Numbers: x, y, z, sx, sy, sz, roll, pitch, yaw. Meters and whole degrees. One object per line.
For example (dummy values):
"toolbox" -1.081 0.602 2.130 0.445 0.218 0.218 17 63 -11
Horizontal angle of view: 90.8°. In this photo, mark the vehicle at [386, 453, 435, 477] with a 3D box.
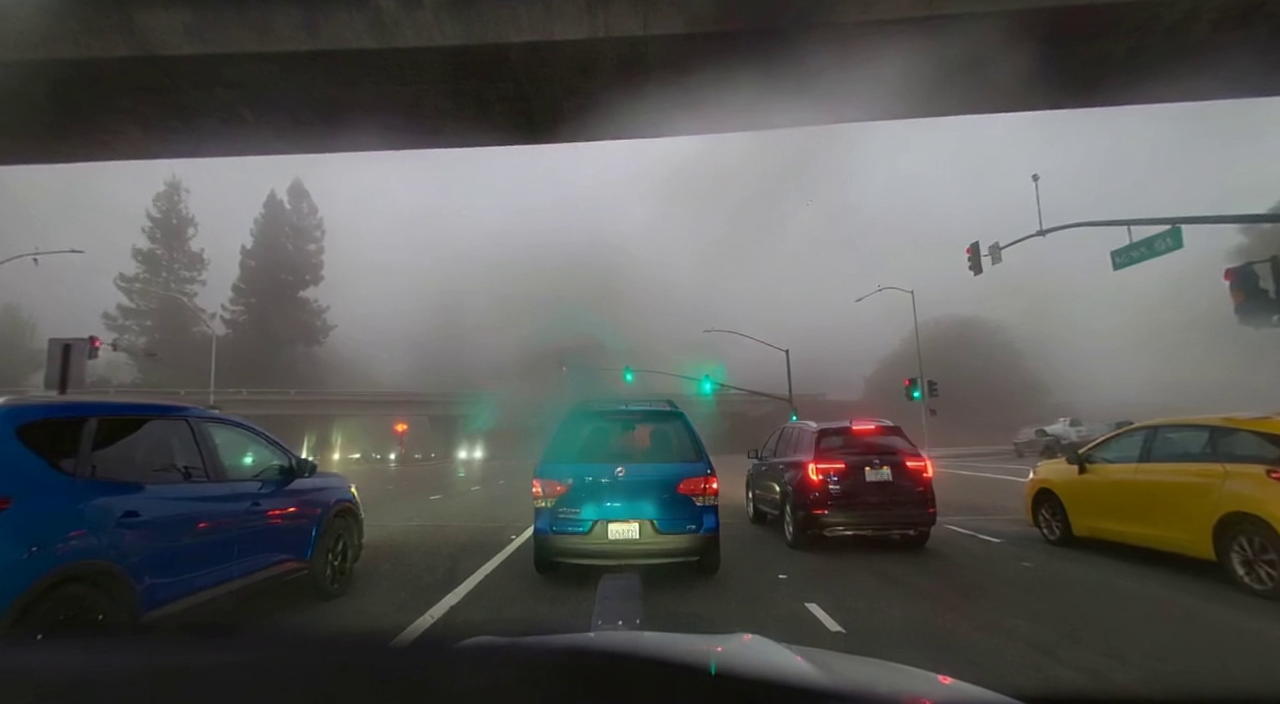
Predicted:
"vehicle" -16.272 7.987 45.038 1.859 1.542 4.657 0 -8 -1

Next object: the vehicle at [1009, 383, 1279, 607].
"vehicle" 6.207 1.372 6.591 2.074 1.785 4.320 0 -8 0

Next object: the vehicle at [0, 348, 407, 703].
"vehicle" -3.746 1.203 4.937 2.060 1.768 4.681 0 -8 0

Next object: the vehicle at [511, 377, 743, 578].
"vehicle" -0.219 1.601 8.822 2.342 2.026 4.642 0 -8 -2
